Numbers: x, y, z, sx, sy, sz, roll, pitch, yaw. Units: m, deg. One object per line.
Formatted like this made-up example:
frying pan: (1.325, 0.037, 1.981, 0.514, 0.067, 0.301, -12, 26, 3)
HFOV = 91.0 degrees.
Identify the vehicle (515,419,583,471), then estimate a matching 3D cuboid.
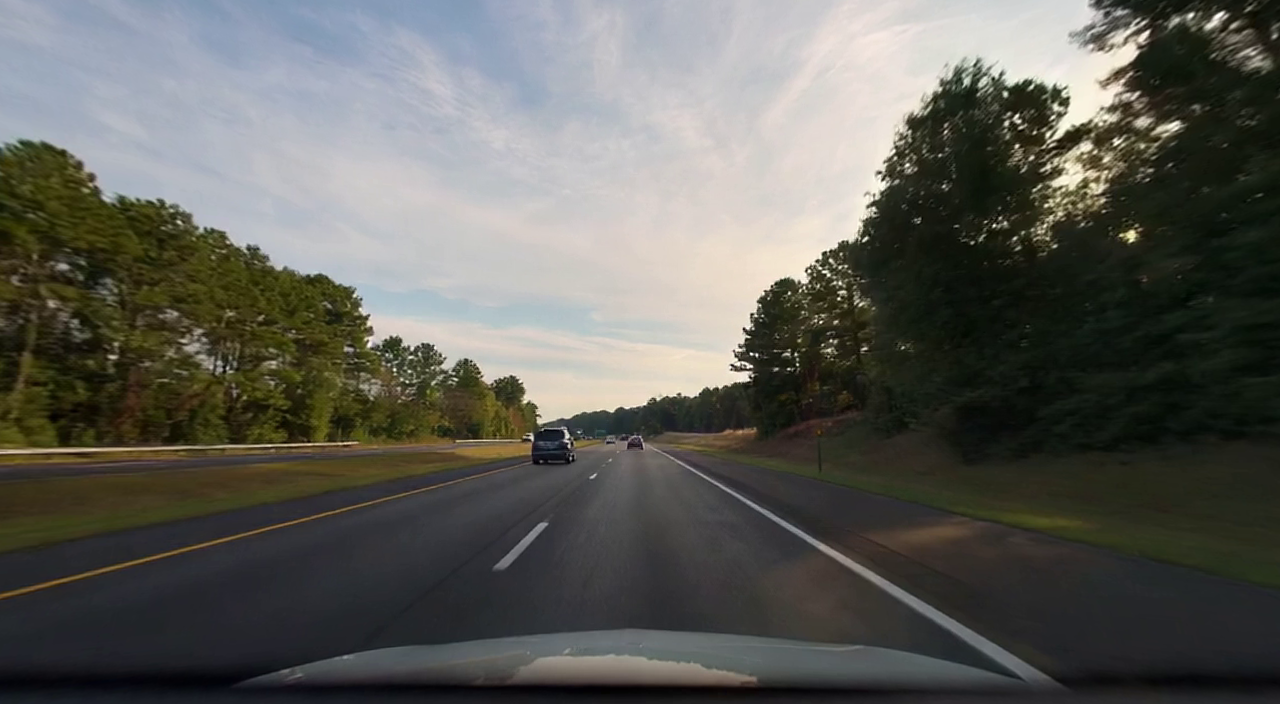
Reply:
vehicle: (-3.826, 4.008, 27.313, 2.241, 2.034, 4.890, 0, -8, 0)
